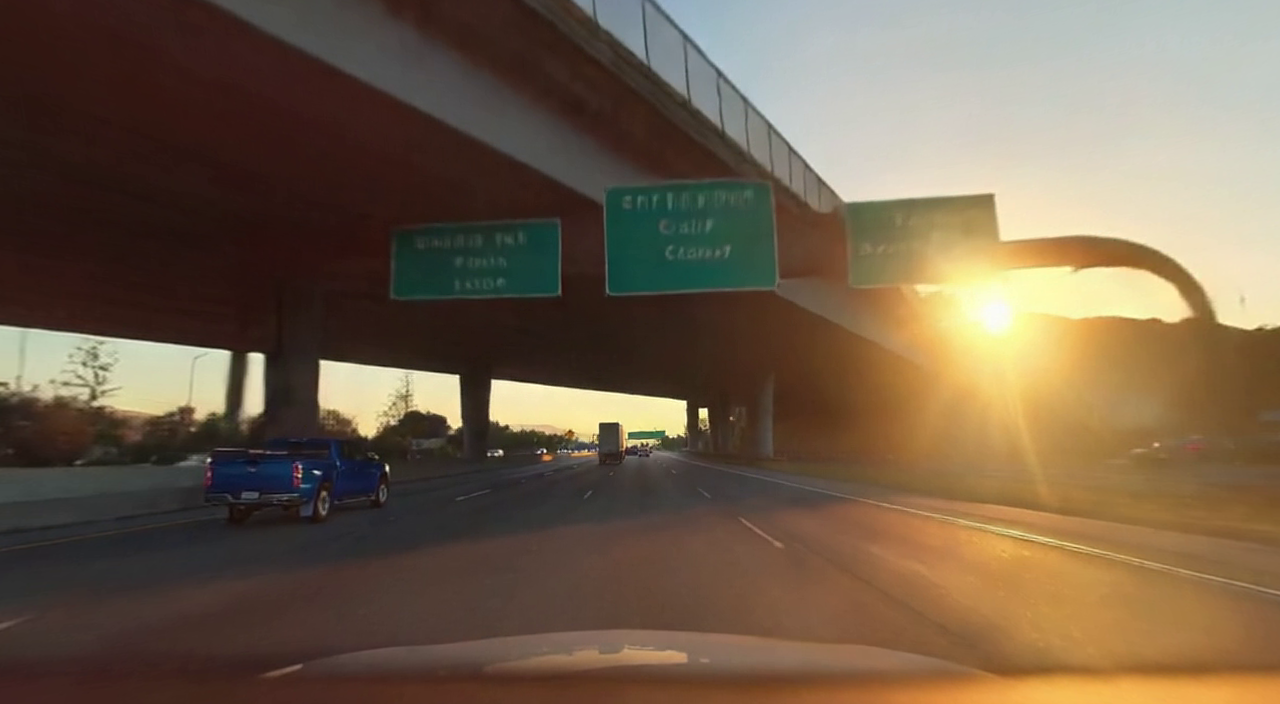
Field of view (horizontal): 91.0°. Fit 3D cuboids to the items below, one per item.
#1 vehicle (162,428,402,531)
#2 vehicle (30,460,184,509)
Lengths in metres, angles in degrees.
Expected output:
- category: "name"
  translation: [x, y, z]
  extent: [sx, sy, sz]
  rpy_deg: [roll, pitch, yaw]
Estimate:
- category: "vehicle"
  translation: [-6.978, 2.531, 13.083]
  extent: [2.168, 1.729, 4.724]
  rpy_deg: [0, -9, 0]
- category: "vehicle"
  translation: [-18.655, 4.623, 22.325]
  extent: [1.861, 1.496, 4.052]
  rpy_deg: [0, -9, 0]
